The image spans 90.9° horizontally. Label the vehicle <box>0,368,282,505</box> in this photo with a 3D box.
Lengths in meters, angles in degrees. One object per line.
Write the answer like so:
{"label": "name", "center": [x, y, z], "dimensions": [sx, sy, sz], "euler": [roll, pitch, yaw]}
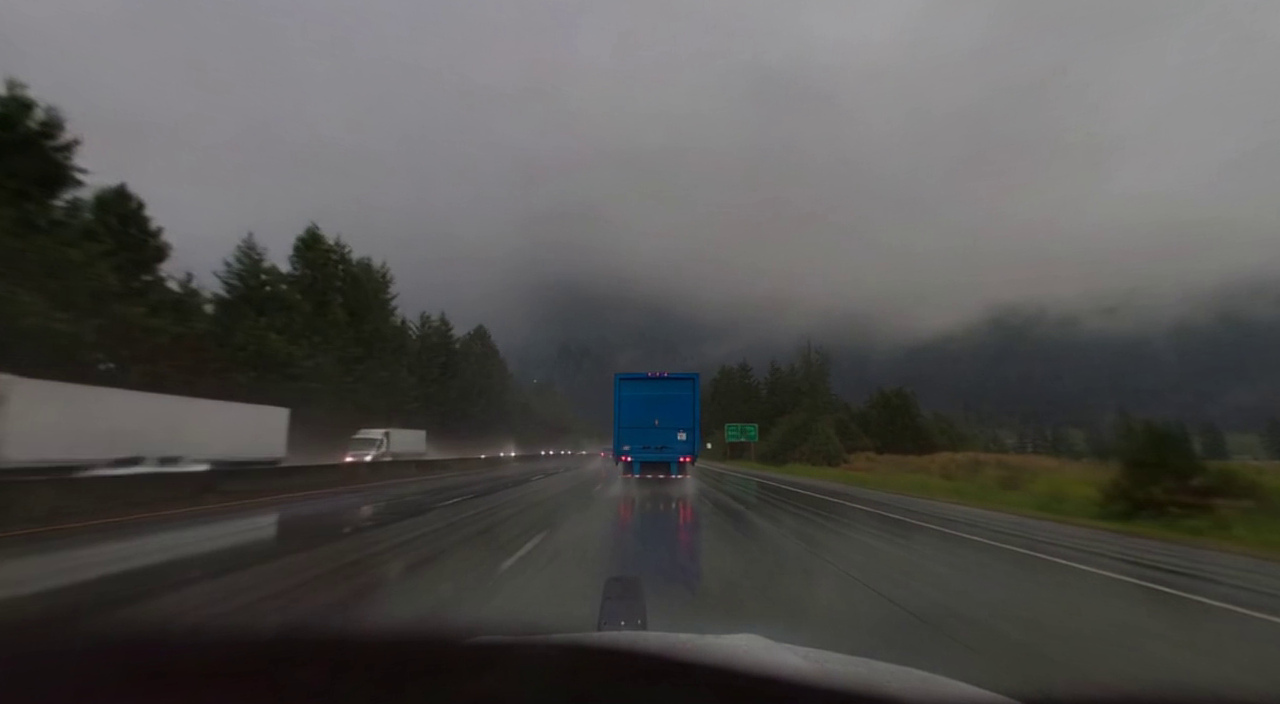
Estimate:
{"label": "vehicle", "center": [-20.000, 3.509, 24.974], "dimensions": [3.193, 3.890, 14.599], "euler": [0, -9, 0]}

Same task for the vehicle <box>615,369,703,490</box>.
{"label": "vehicle", "center": [0.583, 3.313, 25.860], "dimensions": [2.898, 3.973, 10.063], "euler": [0, -9, 0]}

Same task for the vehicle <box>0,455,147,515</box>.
{"label": "vehicle", "center": [-15.828, 3.535, 17.181], "dimensions": [1.774, 1.419, 3.615], "euler": [0, -9, 1]}
